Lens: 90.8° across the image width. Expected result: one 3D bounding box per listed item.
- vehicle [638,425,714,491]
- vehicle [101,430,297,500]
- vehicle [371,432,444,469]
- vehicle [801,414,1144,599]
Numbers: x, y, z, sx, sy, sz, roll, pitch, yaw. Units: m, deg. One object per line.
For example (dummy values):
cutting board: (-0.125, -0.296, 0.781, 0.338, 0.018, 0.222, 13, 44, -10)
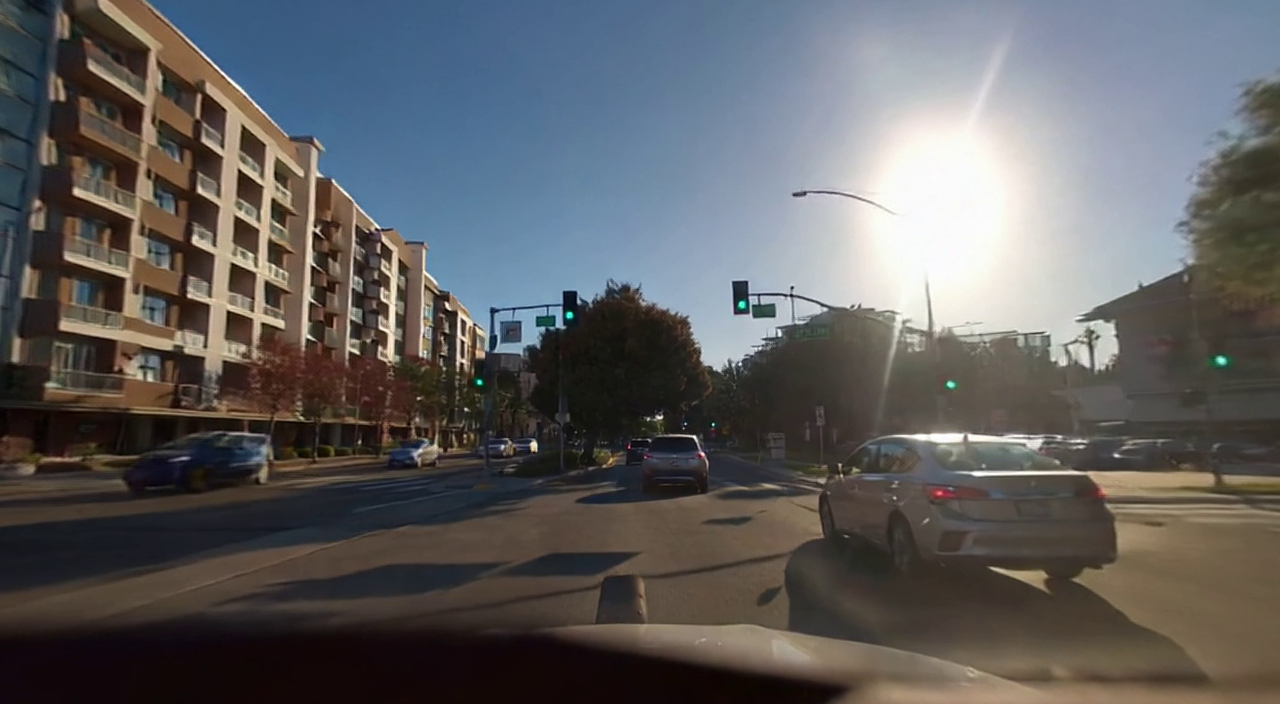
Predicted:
vehicle: (1.272, 3.481, 21.177, 2.206, 1.858, 5.332, 0, -8, 5)
vehicle: (-12.523, 3.217, 18.538, 1.964, 1.712, 5.236, 0, -8, 0)
vehicle: (-12.439, 5.306, 34.171, 2.076, 1.836, 4.847, 0, -8, 0)
vehicle: (3.461, 1.665, 7.695, 1.906, 1.608, 4.137, 0, -8, 0)
